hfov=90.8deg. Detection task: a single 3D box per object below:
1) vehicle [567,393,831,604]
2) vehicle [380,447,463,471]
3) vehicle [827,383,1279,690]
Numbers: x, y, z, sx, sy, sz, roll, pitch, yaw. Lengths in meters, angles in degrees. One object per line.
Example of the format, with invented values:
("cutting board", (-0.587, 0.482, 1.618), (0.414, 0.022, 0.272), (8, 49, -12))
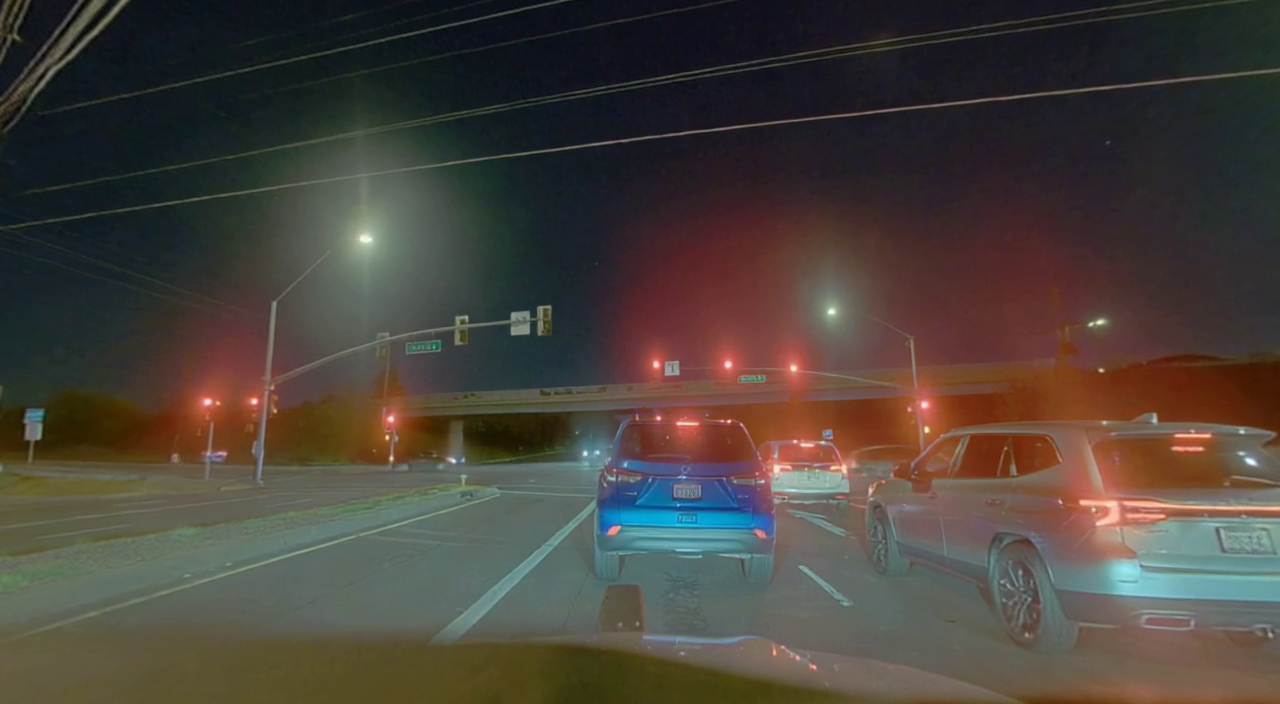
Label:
("vehicle", (0.447, 1.564, 7.624), (2.240, 1.778, 4.335), (0, -8, -2))
("vehicle", (-13.526, 6.630, 39.278), (4.411, 1.466, 1.998), (-1, -9, 7))
("vehicle", (3.409, 1.336, 5.795), (1.990, 1.649, 4.625), (0, -8, 0))
